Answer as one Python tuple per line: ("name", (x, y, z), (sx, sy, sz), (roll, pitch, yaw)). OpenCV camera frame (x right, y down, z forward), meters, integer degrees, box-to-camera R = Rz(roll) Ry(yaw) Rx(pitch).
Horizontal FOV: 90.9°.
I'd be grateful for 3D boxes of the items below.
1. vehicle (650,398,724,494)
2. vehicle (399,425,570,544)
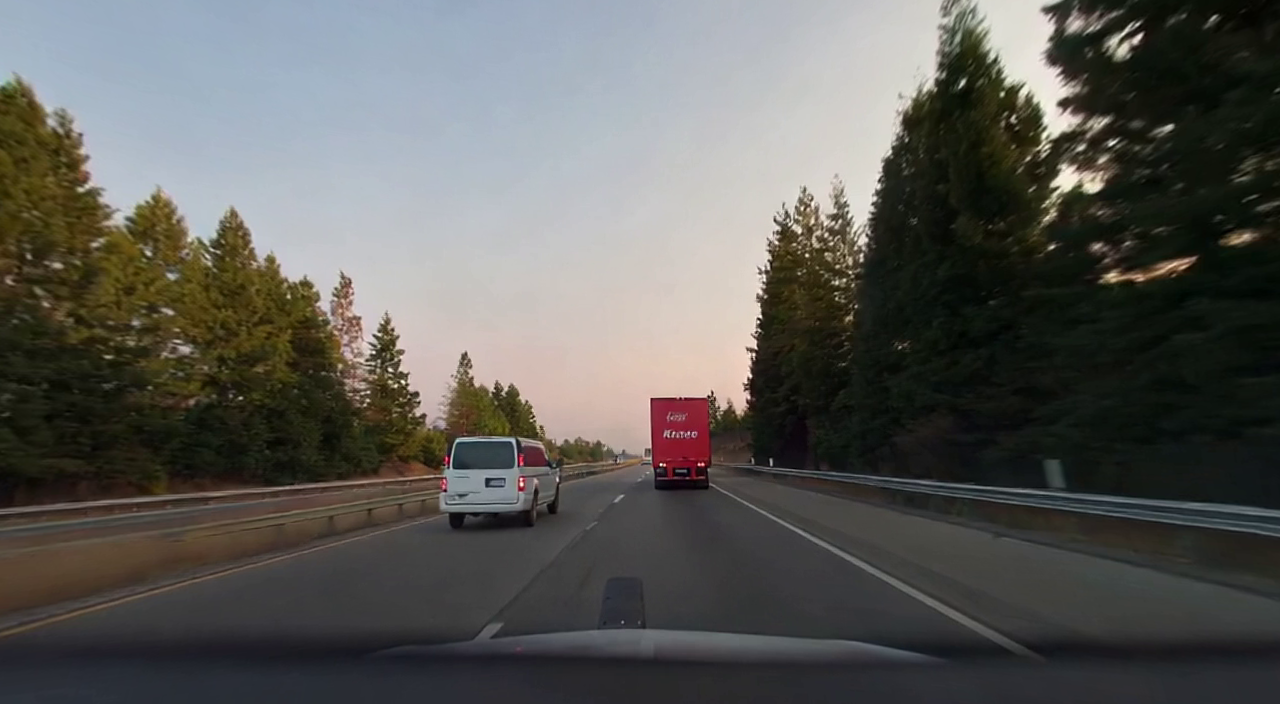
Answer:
("vehicle", (2.056, 4.950, 32.792), (3.030, 3.985, 12.707), (0, -9, 1))
("vehicle", (-2.702, 2.428, 12.116), (2.105, 1.865, 4.102), (0, -9, 2))
